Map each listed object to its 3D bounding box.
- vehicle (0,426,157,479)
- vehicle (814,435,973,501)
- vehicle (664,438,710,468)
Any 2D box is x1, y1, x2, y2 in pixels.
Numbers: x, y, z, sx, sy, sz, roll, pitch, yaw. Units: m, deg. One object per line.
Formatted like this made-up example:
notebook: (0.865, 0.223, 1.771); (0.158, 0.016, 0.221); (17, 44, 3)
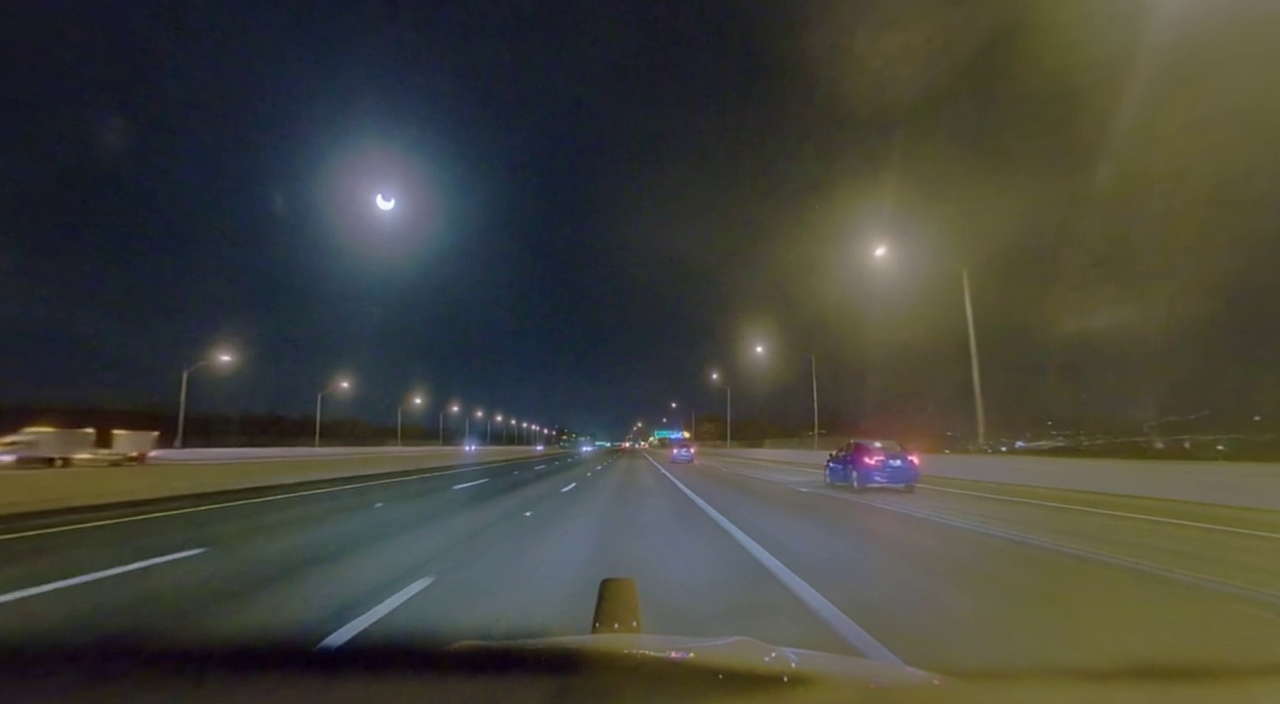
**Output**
vehicle: (-44.014, 7.633, 48.478); (3.302, 3.459, 13.357); (0, -8, 0)
vehicle: (6.618, 3.065, 17.302); (2.227, 1.522, 5.041); (0, -8, -1)
vehicle: (2.655, 5.848, 36.647); (2.270, 1.615, 3.770); (0, -8, -1)
